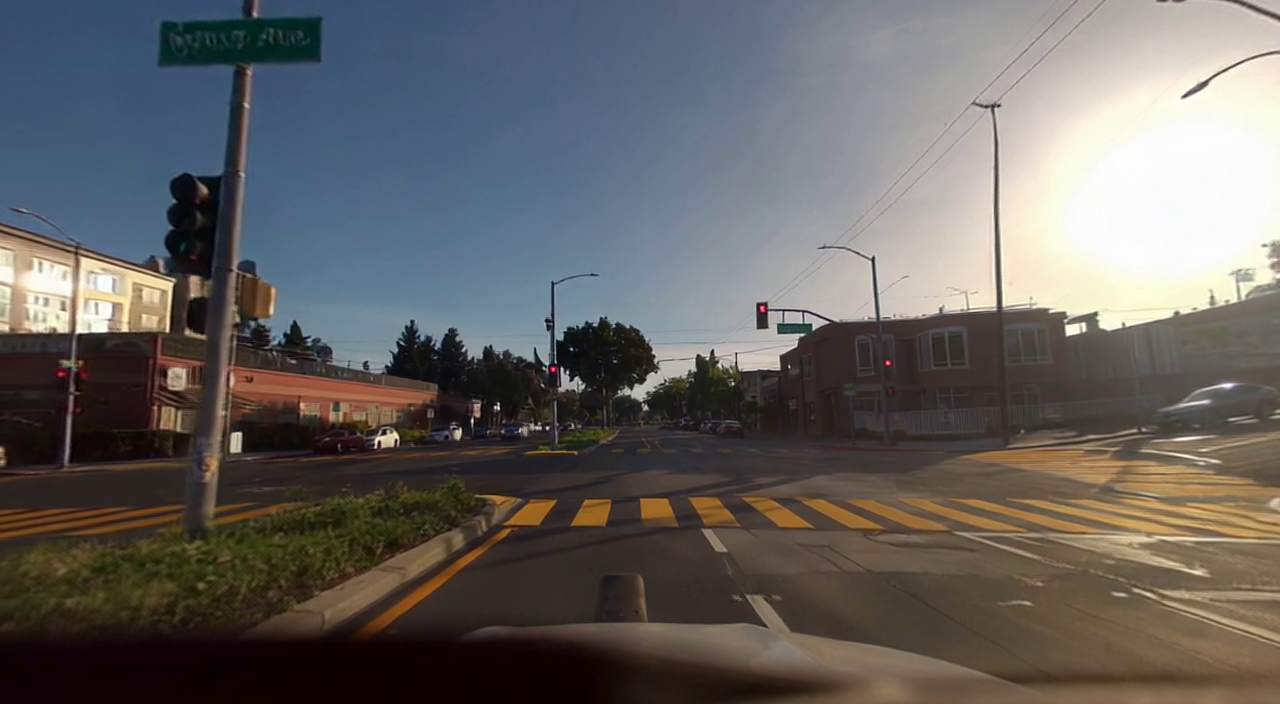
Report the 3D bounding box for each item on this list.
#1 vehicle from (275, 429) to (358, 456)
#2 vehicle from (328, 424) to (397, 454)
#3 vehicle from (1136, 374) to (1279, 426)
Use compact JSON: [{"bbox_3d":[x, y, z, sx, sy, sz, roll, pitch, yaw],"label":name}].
[{"bbox_3d":[-18.129,5.150,35.759,1.939,1.430,5.533,0,-9,-2],"label":"vehicle"},{"bbox_3d":[-18.342,5.826,42.094,2.225,1.871,5.189,0,-9,0],"label":"vehicle"},{"bbox_3d":[22.309,1.825,24.573,4.531,1.753,1.964,-2,-2,-5],"label":"vehicle"}]
